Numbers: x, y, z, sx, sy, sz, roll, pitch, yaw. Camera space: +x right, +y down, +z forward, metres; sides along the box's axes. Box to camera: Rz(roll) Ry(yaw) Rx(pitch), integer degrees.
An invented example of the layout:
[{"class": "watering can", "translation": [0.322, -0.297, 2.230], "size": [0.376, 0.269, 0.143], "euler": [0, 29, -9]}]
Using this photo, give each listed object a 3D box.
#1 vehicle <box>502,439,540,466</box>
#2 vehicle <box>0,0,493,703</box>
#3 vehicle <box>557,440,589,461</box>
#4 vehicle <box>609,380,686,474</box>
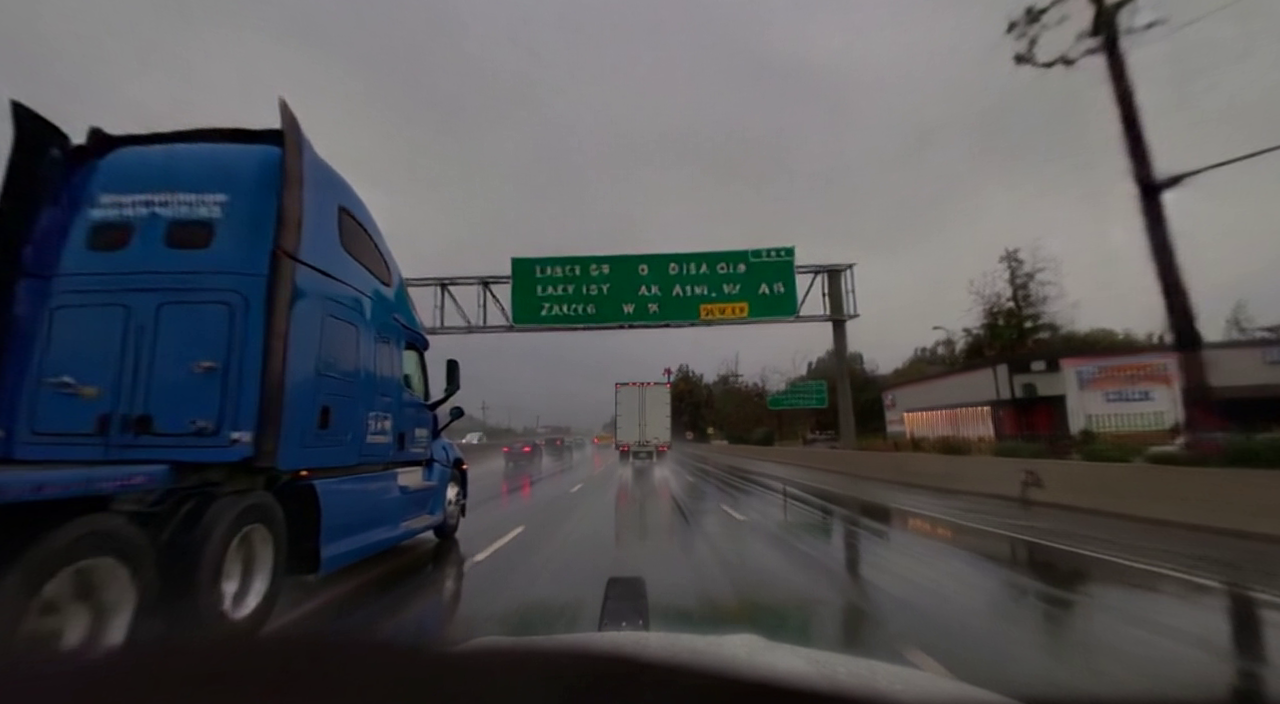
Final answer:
[{"class": "vehicle", "translation": [-7.145, 6.065, 38.106], "size": [1.736, 1.580, 2.778], "euler": [0, -9, 0]}, {"class": "vehicle", "translation": [-3.947, 0.266, 5.726], "size": [3.061, 3.891, 8.658], "euler": [0, -9, 0]}, {"class": "vehicle", "translation": [-4.873, 7.223, 46.234], "size": [1.933, 1.459, 4.478], "euler": [0, -9, -1]}, {"class": "vehicle", "translation": [0.259, 3.620, 29.223], "size": [2.941, 3.604, 9.851], "euler": [0, -9, 0]}]
